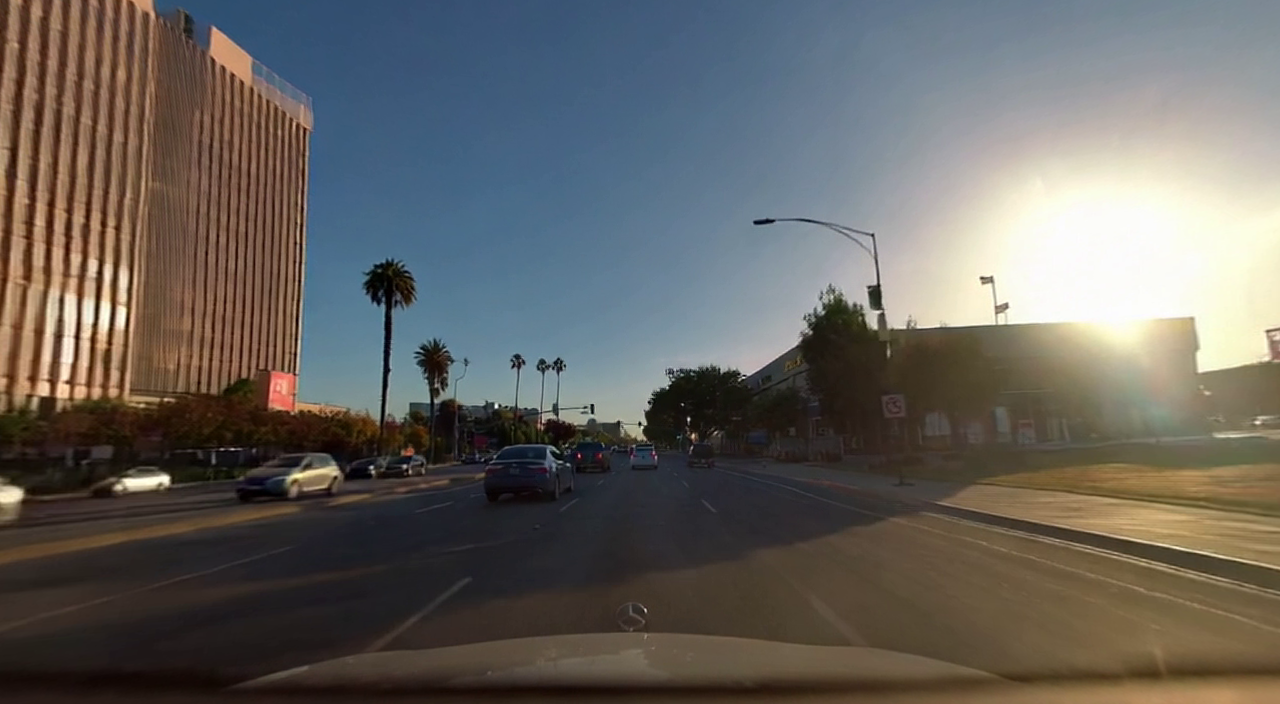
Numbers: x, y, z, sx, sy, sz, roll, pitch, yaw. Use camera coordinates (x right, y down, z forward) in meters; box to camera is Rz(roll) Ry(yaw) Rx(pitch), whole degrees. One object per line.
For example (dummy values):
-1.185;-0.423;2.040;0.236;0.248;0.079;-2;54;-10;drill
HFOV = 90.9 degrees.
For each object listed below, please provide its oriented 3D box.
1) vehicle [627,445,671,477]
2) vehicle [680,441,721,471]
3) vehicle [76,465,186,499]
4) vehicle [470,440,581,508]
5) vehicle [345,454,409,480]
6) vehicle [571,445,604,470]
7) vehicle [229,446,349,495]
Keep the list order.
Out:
0.437;5.560;32.375;2.147;1.507;3.953;0;-8;0;vehicle
3.758;6.546;39.805;2.108;1.785;4.334;0;-8;-1;vehicle
-26.308;6.732;32.831;1.872;1.472;4.513;0;-8;1;vehicle
-2.771;3.058;16.319;1.908;1.505;4.369;0;-8;2;vehicle
-16.830;7.390;40.608;1.937;1.480;4.889;0;-8;1;vehicle
-3.748;7.607;45.812;2.168;1.719;4.283;0;-8;-2;vehicle
-13.647;4.593;24.925;2.096;1.721;4.628;0;-8;-1;vehicle
